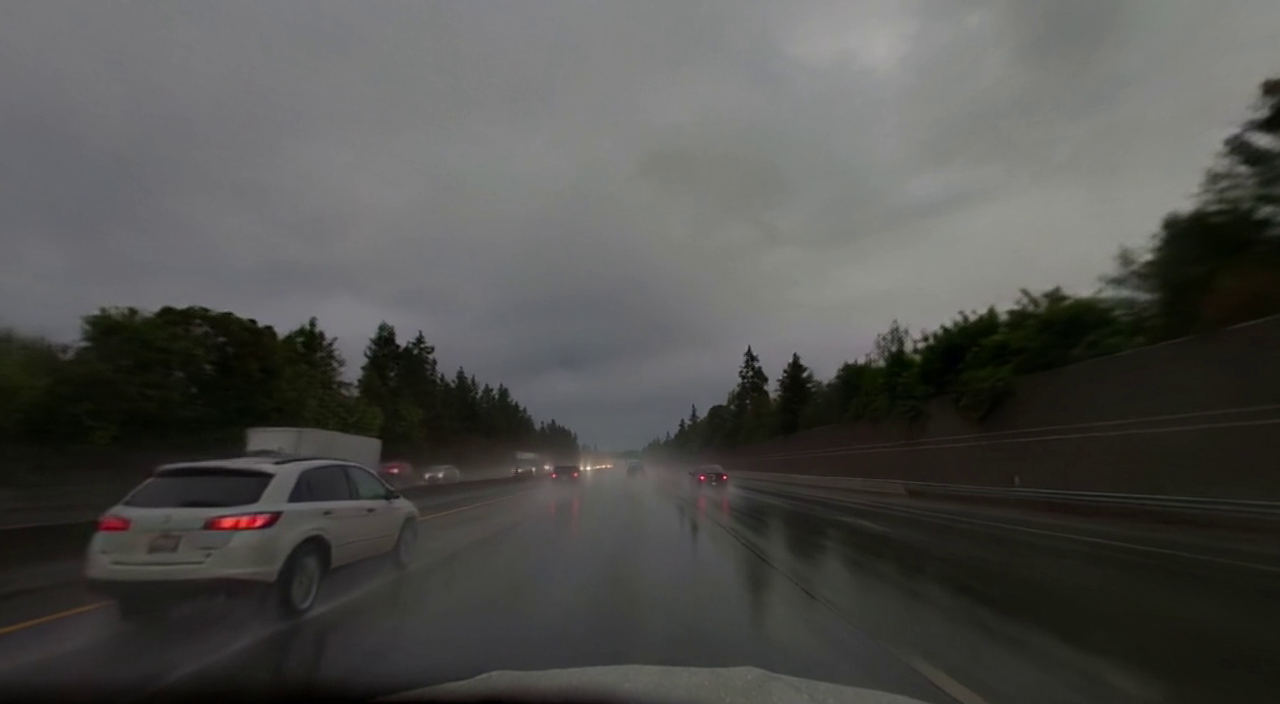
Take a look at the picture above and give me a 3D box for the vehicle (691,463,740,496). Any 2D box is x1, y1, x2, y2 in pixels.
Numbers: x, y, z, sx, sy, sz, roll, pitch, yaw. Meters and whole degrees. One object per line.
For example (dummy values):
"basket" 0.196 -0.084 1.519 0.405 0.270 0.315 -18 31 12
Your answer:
"vehicle" 3.724 6.389 31.791 1.981 1.516 4.109 1 -11 0

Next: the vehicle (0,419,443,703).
"vehicle" -3.541 1.520 5.604 2.004 1.468 4.812 1 -11 0

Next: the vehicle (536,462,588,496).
"vehicle" -3.686 6.111 30.507 2.000 1.484 3.995 1 -11 -1
